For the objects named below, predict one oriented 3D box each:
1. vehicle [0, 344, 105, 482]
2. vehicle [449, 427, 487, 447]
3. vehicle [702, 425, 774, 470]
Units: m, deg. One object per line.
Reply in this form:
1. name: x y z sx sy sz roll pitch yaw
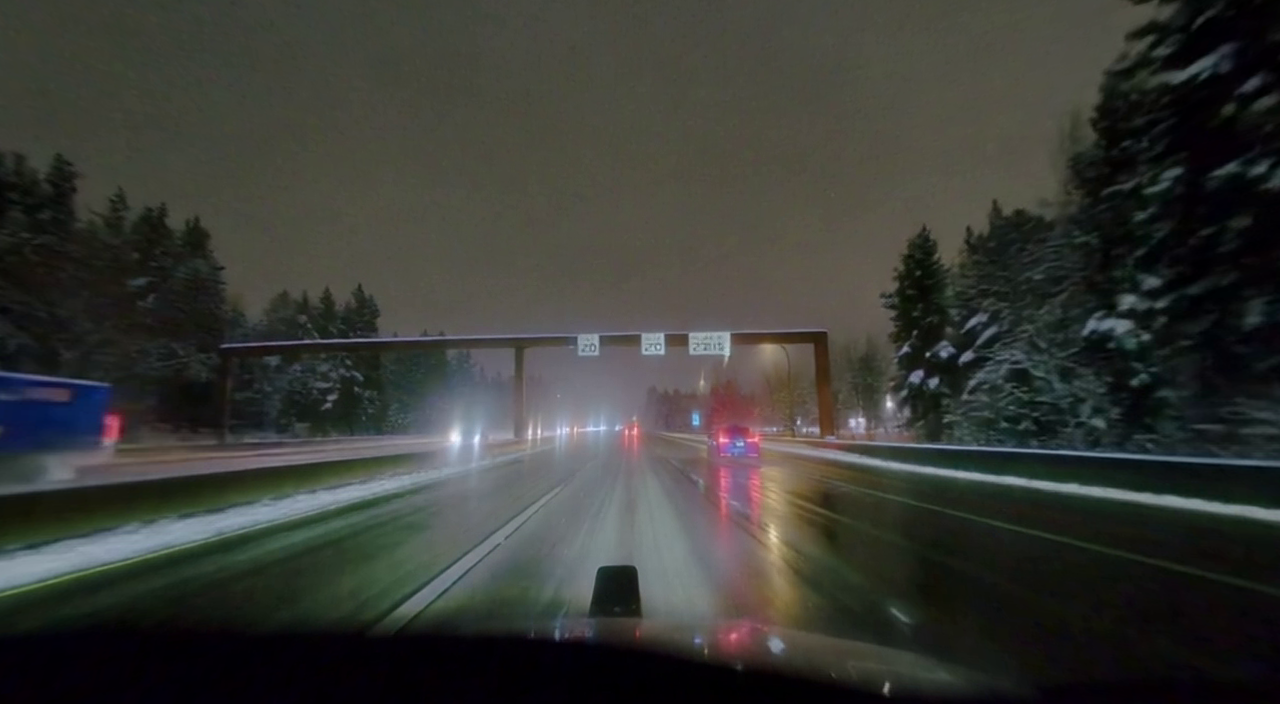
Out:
1. vehicle: -20.308 1.401 15.527 2.853 4.045 13.061 0 -8 -1
2. vehicle: -13.593 6.733 49.905 1.862 1.546 4.126 0 -8 0
3. vehicle: 3.688 3.663 24.348 1.973 1.563 3.959 1 -8 -3
